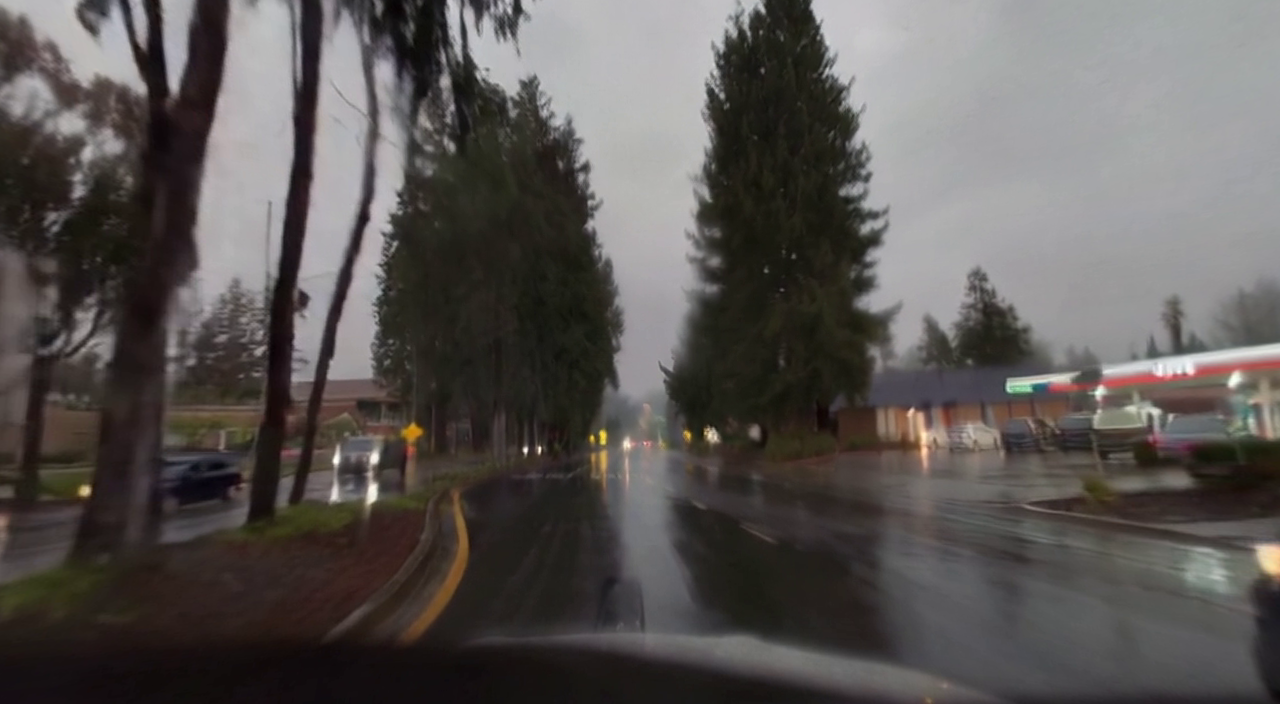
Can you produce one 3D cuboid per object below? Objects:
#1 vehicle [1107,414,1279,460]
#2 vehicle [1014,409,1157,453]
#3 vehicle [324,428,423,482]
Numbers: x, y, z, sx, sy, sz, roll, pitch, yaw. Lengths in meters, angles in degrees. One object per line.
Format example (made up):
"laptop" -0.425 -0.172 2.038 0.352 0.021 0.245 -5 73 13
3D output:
"vehicle" 18.872 2.858 21.211 4.800 1.459 2.051 0 -8 -4
"vehicle" 18.284 3.256 26.074 4.422 1.586 1.990 -1 -7 -3
"vehicle" -11.840 4.625 28.633 2.131 2.148 5.709 0 -8 -2
